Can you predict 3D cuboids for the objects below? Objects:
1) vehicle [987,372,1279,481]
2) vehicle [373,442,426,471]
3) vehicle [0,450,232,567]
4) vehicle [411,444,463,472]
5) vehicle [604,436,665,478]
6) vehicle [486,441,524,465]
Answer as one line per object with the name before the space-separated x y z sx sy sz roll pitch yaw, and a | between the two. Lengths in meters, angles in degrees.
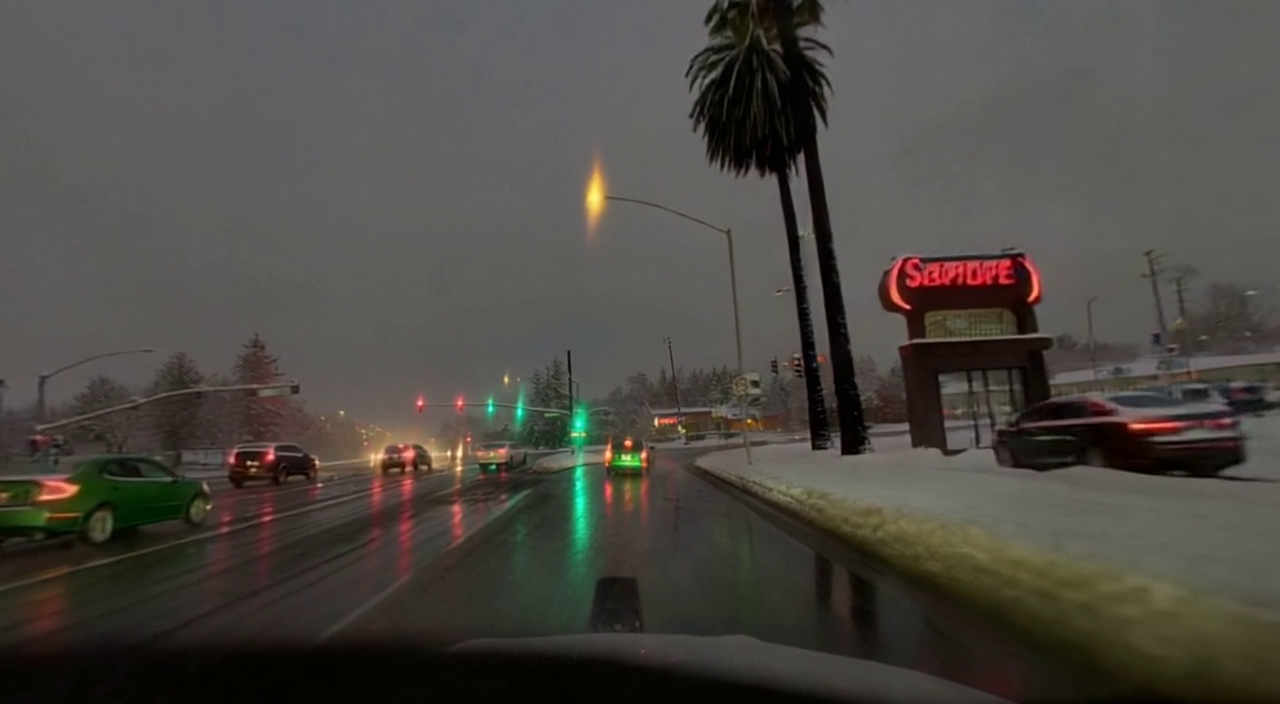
vehicle | 9.167 1.481 12.123 1.911 1.658 4.703 1 -8 -7
vehicle | -15.395 6.709 40.717 2.020 1.709 4.343 0 -8 -5
vehicle | -9.114 2.369 10.415 1.958 1.455 4.504 0 -8 -3
vehicle | -11.610 6.091 36.495 1.905 1.482 4.463 0 -8 -5
vehicle | -0.128 4.144 25.116 2.070 1.493 4.570 -1 -8 4
vehicle | -9.100 6.846 42.885 1.912 1.487 4.471 0 -8 -5
